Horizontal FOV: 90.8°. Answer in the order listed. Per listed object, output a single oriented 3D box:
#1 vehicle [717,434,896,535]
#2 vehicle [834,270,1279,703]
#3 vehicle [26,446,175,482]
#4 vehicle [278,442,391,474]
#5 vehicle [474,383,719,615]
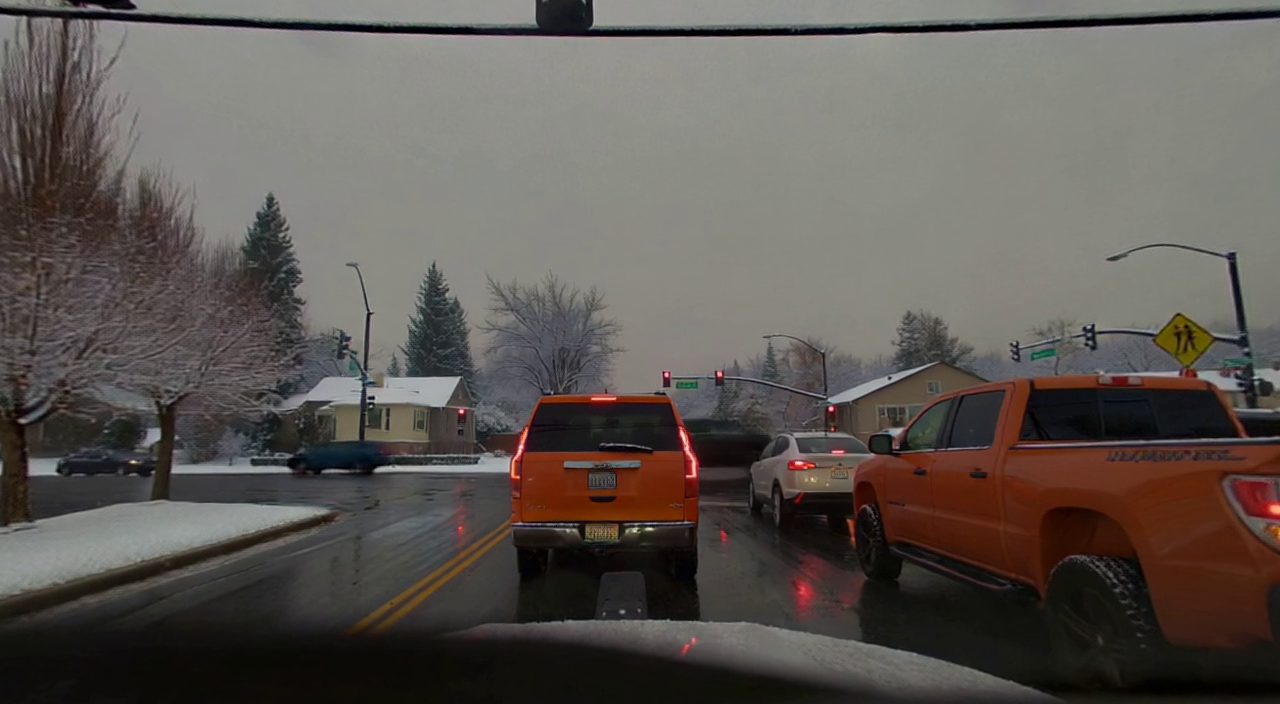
[{"bbox_3d":[2.713,2.267,11.530,1.952,1.465,4.421,0,-8,-2],"label":"vehicle"},{"bbox_3d":[2.976,0.943,3.889,1.886,1.849,5.070,0,-8,-1],"label":"vehicle"},{"bbox_3d":[-22.967,4.773,27.062,4.533,1.350,1.714,0,-7,-8],"label":"vehicle"},{"bbox_3d":[-15.224,5.289,31.731,4.718,1.530,1.747,1,-8,-10],"label":"vehicle"},{"bbox_3d":[-0.240,1.386,6.689,1.915,1.780,3.379,-1,-8,4],"label":"vehicle"}]
